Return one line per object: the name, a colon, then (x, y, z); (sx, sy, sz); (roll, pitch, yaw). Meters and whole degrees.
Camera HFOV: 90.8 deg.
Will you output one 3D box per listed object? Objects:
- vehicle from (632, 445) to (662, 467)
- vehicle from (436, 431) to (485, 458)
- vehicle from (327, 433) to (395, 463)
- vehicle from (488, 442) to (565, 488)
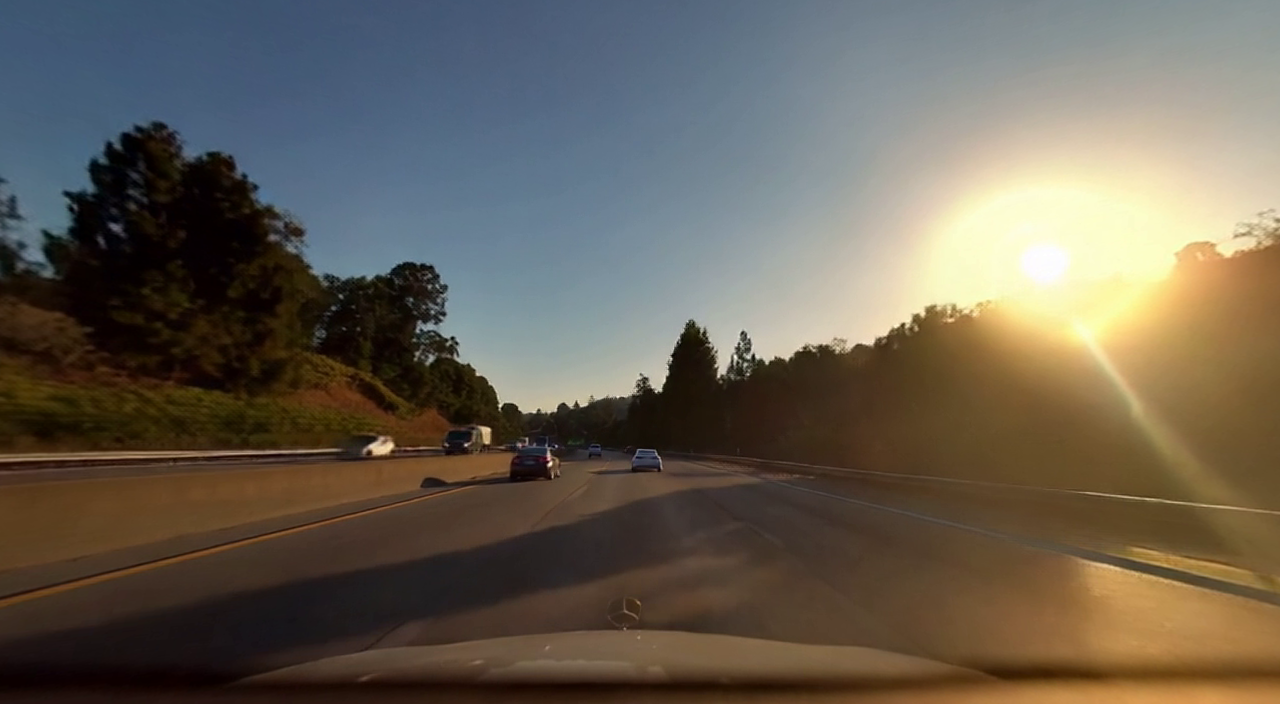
vehicle: (0.449, 7.421, 45.204); (2.008, 1.499, 3.192); (0, -9, -2)
vehicle: (-13.377, 6.944, 47.265); (2.240, 1.873, 4.906); (0, -9, -1)
vehicle: (-14.379, 4.991, 32.767); (1.874, 1.451, 3.737); (0, -9, -1)
vehicle: (-4.058, 4.113, 23.347); (2.054, 1.500, 4.469); (0, -9, 0)
